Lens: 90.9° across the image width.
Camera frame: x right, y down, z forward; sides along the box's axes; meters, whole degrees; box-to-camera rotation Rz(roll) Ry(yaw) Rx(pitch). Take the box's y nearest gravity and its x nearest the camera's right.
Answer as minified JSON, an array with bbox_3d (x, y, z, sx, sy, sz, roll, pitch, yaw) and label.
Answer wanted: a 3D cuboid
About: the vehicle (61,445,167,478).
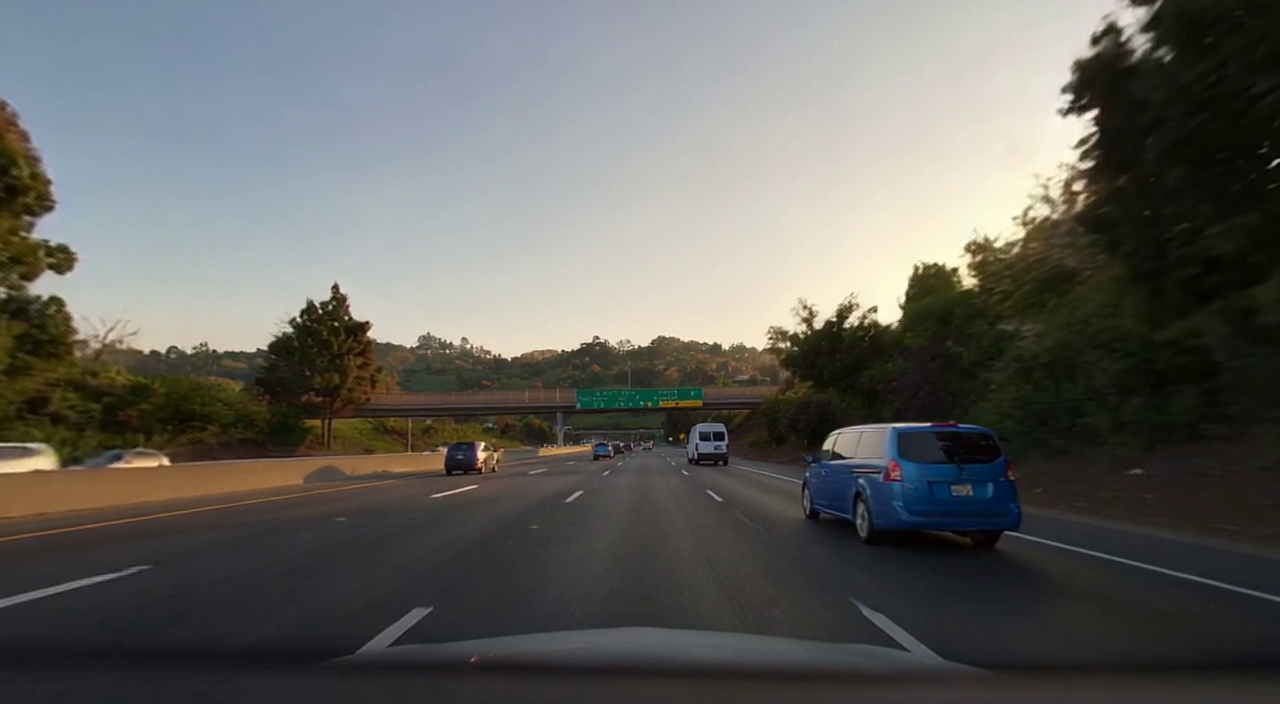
[{"bbox_3d":[-32.984,6.830,39.810,2.002,1.885,5.378,0,-8,0],"label":"vehicle"}]

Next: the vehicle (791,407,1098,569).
[{"bbox_3d":[3.777,1.773,9.012,2.100,1.690,4.536,0,-8,0],"label":"vehicle"}]

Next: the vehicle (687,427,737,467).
[{"bbox_3d":[4.254,5.763,38.207,2.347,2.234,5.352,0,-8,0],"label":"vehicle"}]

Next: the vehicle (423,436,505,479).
[{"bbox_3d":[-7.334,4.449,26.865,2.068,1.632,4.623,0,-8,1],"label":"vehicle"}]
